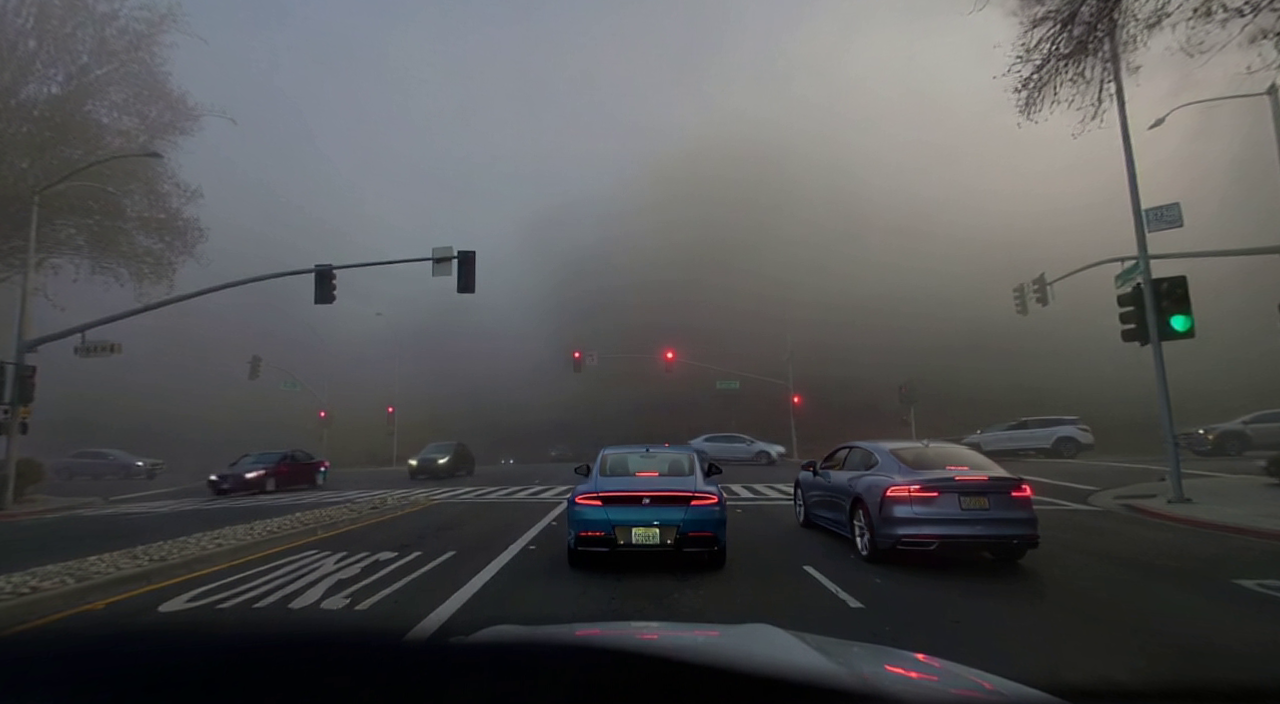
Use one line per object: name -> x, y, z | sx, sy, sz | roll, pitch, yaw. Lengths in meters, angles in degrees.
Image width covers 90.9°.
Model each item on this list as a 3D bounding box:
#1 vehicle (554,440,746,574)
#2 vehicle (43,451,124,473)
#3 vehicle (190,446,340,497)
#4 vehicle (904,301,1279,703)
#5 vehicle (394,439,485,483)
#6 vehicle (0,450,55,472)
vehicle -> 0.123, 1.868, 8.394 | 1.945, 1.343, 3.827 | 0, -8, 1
vehicle -> -41.286, 8.159, 46.796 | 4.195, 1.533, 1.752 | 0, -8, -3
vehicle -> -11.950, 3.809, 20.527 | 2.053, 1.436, 4.494 | 0, -8, 1
vehicle -> 3.112, 0.802, 2.526 | 2.143, 1.759, 4.531 | 0, -8, 0
vehicle -> -8.215, 4.503, 26.368 | 2.091, 1.651, 4.870 | 0, -8, 2
vehicle -> -46.169, 7.959, 46.166 | 4.545, 1.558, 1.833 | 0, -8, -4
